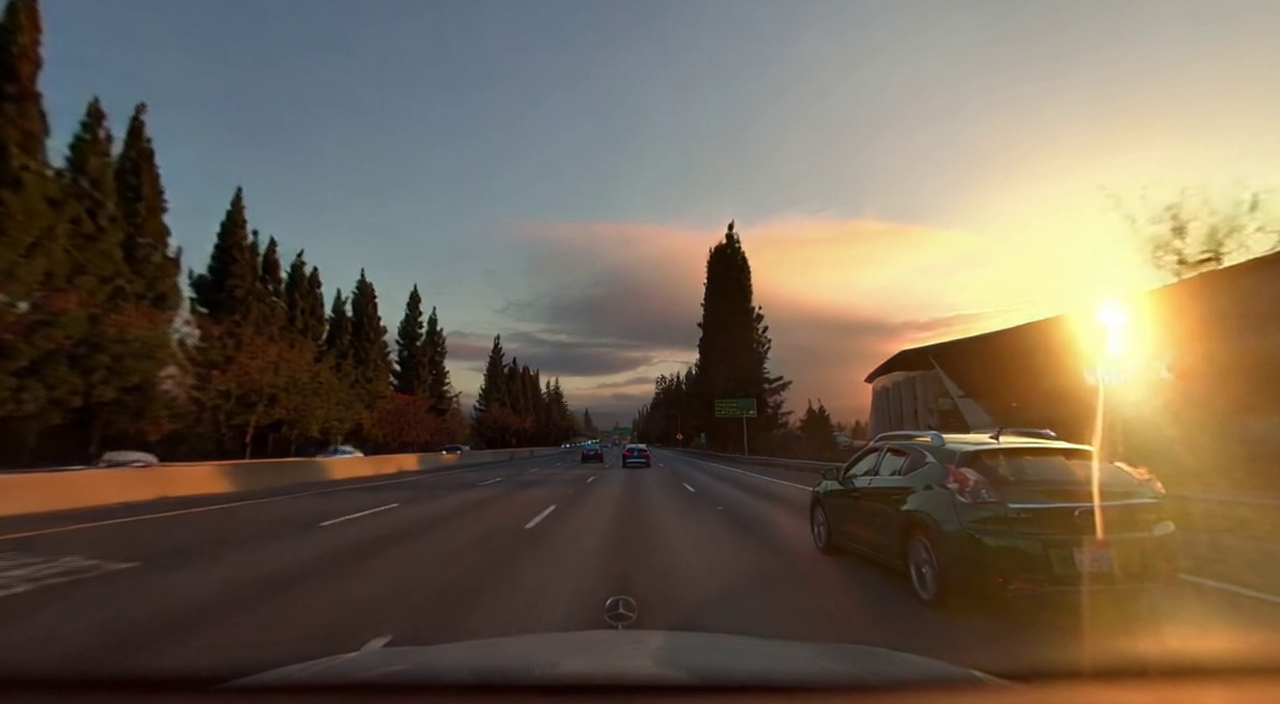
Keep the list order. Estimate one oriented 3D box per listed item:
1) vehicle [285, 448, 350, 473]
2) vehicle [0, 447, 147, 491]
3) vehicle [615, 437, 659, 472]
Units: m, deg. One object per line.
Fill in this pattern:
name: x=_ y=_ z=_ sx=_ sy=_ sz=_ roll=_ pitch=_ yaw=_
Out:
vehicle: x=-22.759 y=7.667 z=44.646 sx=2.030 sy=1.605 sz=4.975 roll=0 pitch=-8 yaw=0
vehicle: x=-26.508 y=5.398 z=29.636 sx=2.029 sy=1.816 sz=5.563 roll=0 pitch=-8 yaw=0
vehicle: x=-0.190 y=5.764 z=35.547 sx=2.302 sy=1.810 sz=4.707 roll=0 pitch=-8 yaw=-1
